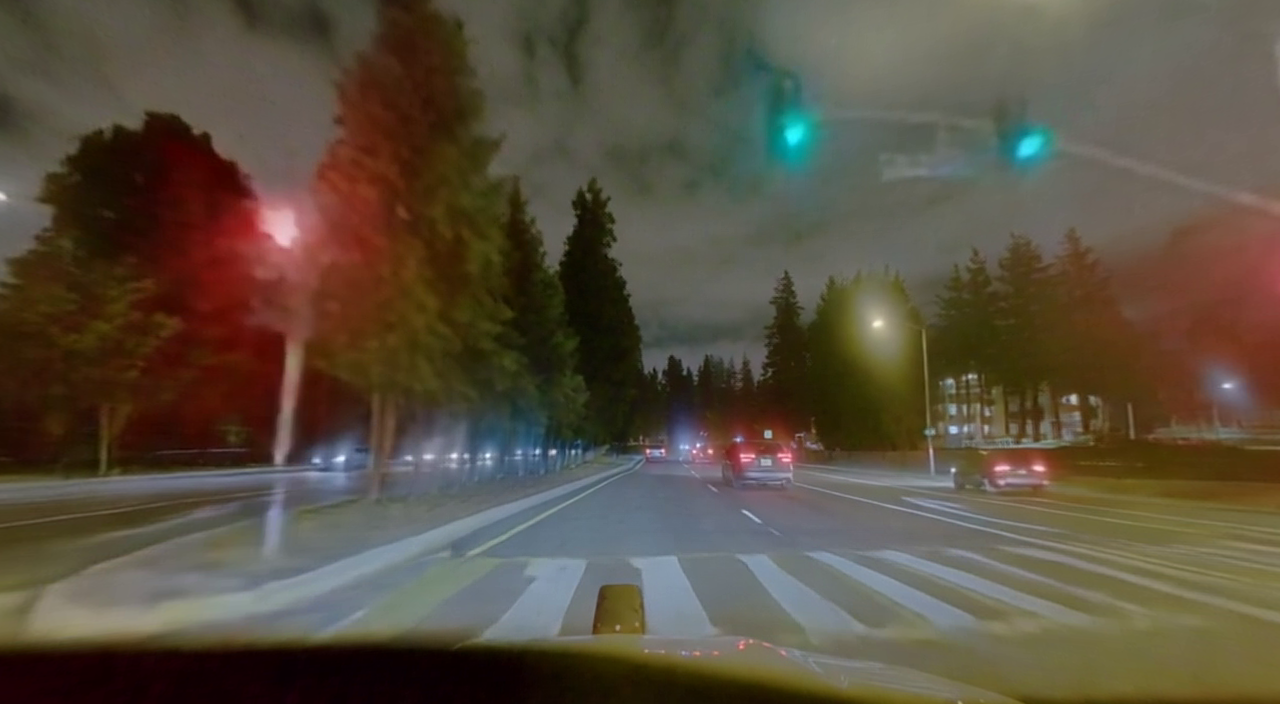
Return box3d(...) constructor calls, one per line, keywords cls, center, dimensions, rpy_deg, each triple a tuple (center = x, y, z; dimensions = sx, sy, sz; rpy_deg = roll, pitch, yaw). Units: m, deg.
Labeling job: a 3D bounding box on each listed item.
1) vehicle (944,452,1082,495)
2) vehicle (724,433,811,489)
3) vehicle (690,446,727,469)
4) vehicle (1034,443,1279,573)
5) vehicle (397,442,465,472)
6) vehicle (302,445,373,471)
box3d(cls="vehicle", center=(14.699, 4.771, 25.322), dimensions=(2.040, 1.472, 4.846), rpy_deg=(2, -8, -10))
box3d(cls="vehicle", center=(4.530, 3.955, 23.269), dimensions=(2.209, 1.813, 4.724), rpy_deg=(0, -8, 0))
box3d(cls="vehicle", center=(4.538, 7.063, 42.550), dimensions=(2.064, 1.474, 4.389), rpy_deg=(0, -8, 1))
box3d(cls="vehicle", center=(8.257, 2.127, 9.489), dimensions=(1.949, 1.492, 4.103), rpy_deg=(0, -8, -1))
box3d(cls="vehicle", center=(-11.377, 5.735, 34.735), dimensions=(2.046, 1.485, 4.591), rpy_deg=(0, -8, 2))
box3d(cls="vehicle", center=(-18.318, 6.414, 38.529), dimensions=(1.865, 1.499, 4.789), rpy_deg=(0, -8, 2))
